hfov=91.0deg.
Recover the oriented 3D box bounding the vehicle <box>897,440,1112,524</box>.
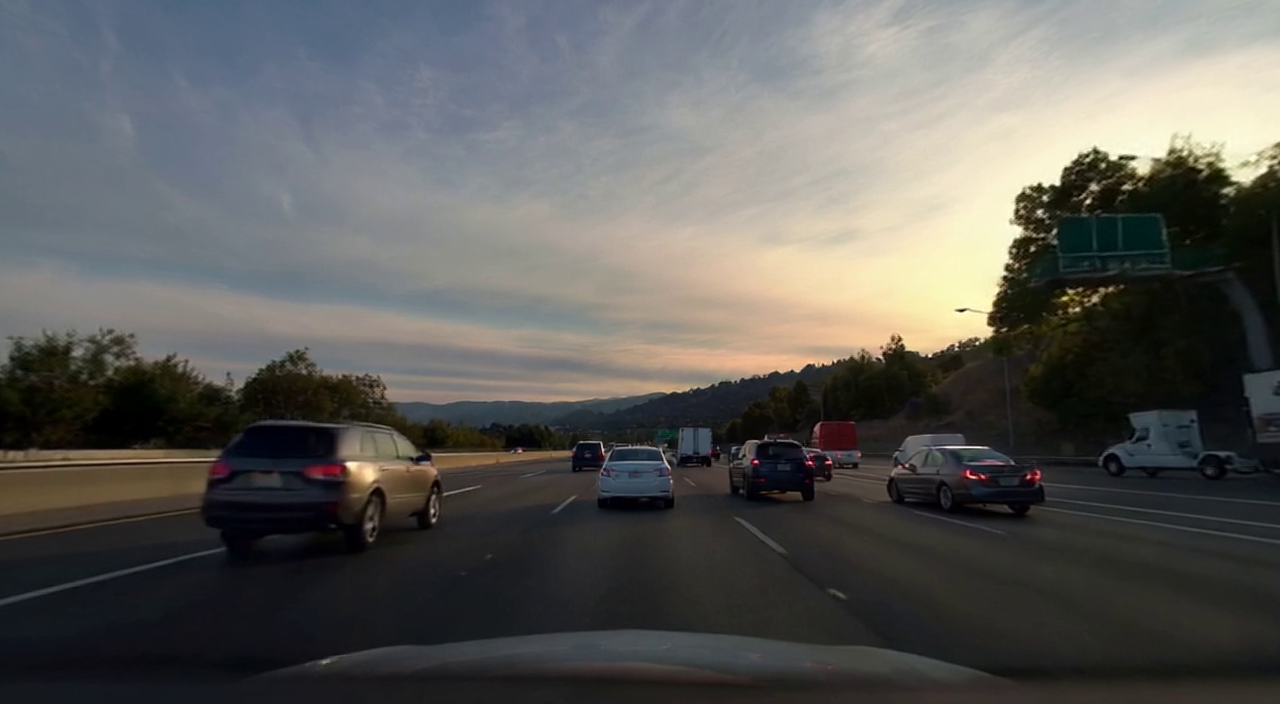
[{"bbox_3d":[7.603,2.734,13.811,2.021,1.505,4.480,0,-9,0],"label":"vehicle"}]

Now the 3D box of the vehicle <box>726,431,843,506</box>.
[{"bbox_3d":[3.572,2.970,16.433,2.053,1.666,4.106,0,-9,0],"label":"vehicle"}]

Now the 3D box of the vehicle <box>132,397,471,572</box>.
[{"bbox_3d":[-4.033,1.678,8.649,2.079,1.741,4.436,0,-9,1],"label":"vehicle"}]

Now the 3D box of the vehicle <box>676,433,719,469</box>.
[{"bbox_3d":[3.948,6.941,44.225,2.440,2.313,5.266,0,-9,0],"label":"vehicle"}]

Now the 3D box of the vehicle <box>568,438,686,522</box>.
[{"bbox_3d":[-0.200,2.641,13.496,2.132,1.499,4.038,0,-9,1],"label":"vehicle"}]

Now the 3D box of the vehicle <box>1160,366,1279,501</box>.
[{"bbox_3d":[20.111,2.372,18.261,3.061,3.869,7.169,2,-9,-10],"label":"vehicle"}]
